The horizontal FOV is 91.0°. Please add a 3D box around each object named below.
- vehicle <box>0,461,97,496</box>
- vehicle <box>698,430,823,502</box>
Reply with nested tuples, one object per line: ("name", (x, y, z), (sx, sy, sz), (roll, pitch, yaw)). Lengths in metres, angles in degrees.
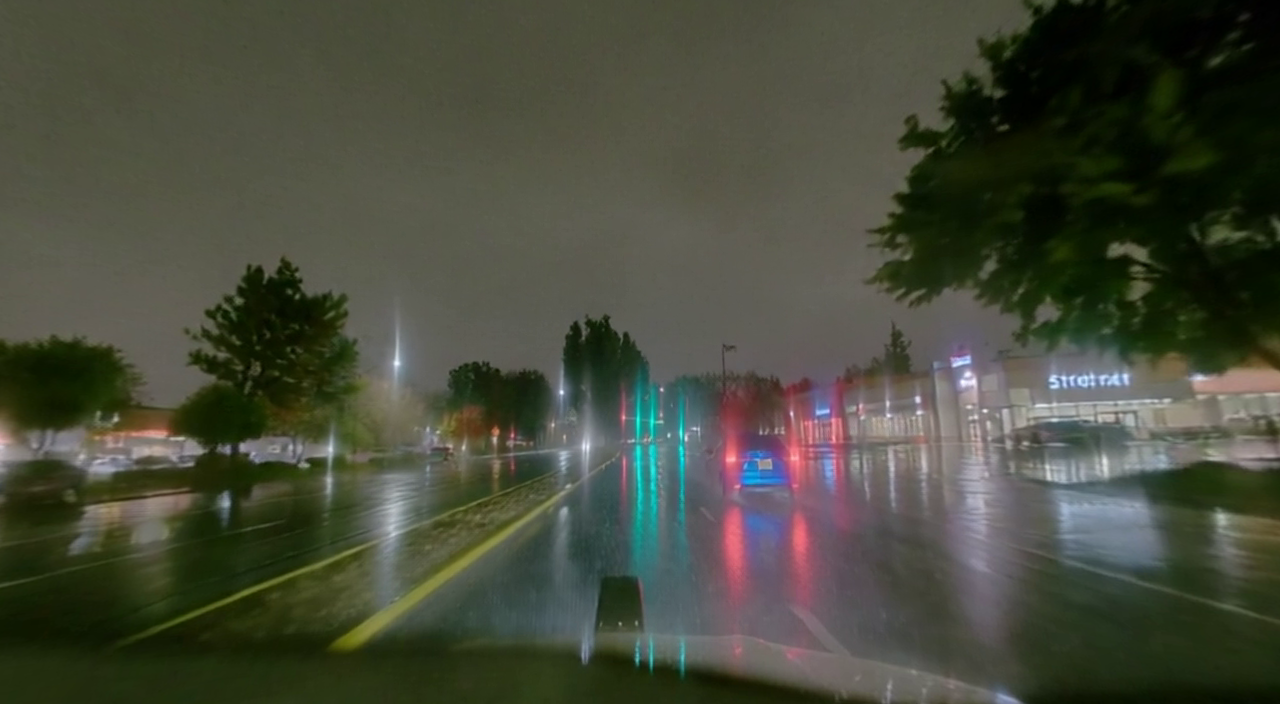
("vehicle", (-27.513, 5.679, 28.314), (4.294, 1.417, 1.802), (5, -10, -30))
("vehicle", (2.718, 2.702, 15.344), (2.015, 1.479, 4.444), (0, -8, -2))
